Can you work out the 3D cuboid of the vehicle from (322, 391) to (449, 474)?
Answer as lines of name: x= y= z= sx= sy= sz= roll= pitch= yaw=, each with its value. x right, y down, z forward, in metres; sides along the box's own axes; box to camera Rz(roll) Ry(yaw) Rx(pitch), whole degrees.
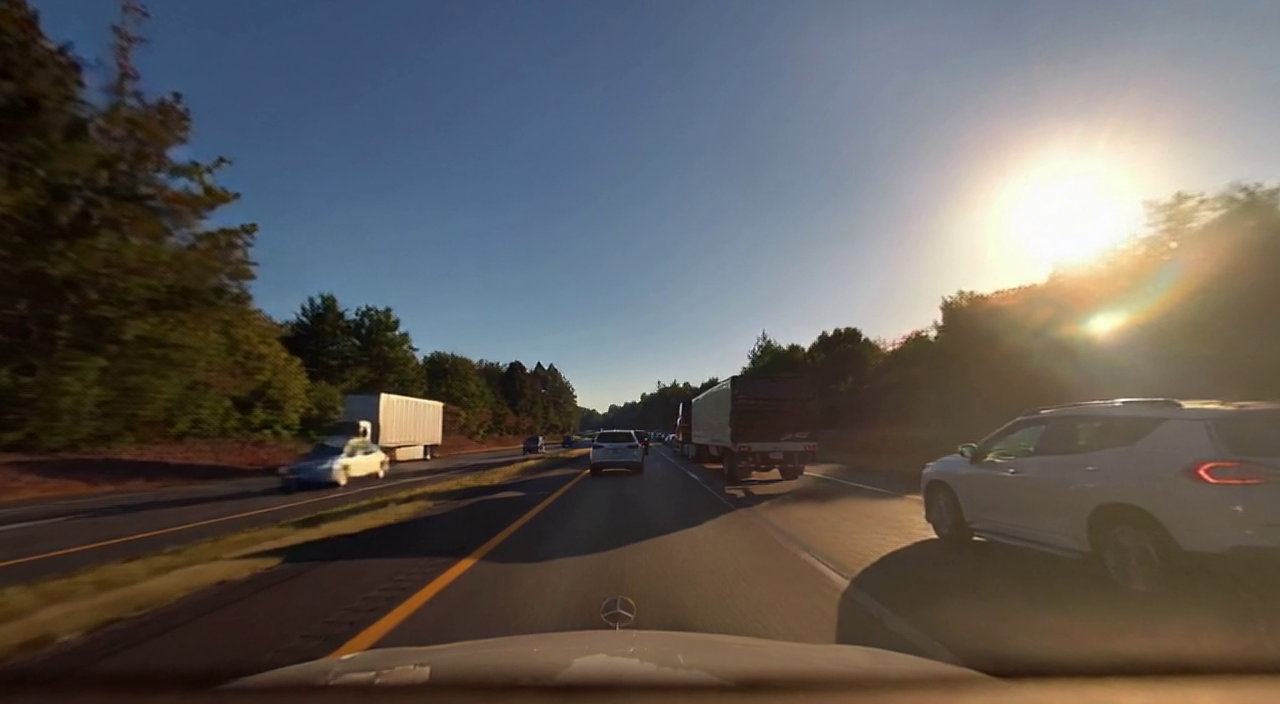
vehicle: x=-13.771 y=4.506 z=35.405 sx=2.904 sy=3.961 sz=10.187 roll=0 pitch=-8 yaw=0

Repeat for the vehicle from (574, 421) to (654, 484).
vehicle: x=-0.685 y=2.889 z=18.473 sx=2.082 sy=1.638 sz=4.055 roll=0 pitch=-7 yaw=0

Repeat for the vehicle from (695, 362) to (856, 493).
vehicle: x=3.503 y=2.281 z=18.837 sx=2.723 sy=3.027 sz=8.478 roll=0 pitch=-7 yaw=-1

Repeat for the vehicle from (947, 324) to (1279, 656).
vehicle: x=4.670 y=1.028 z=5.405 sx=2.011 sy=1.905 sz=3.905 roll=0 pitch=-8 yaw=-1

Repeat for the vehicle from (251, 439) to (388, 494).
vehicle: x=-9.878 y=3.515 z=19.922 sx=1.848 sy=1.489 sz=4.624 roll=0 pitch=-8 yaw=1
